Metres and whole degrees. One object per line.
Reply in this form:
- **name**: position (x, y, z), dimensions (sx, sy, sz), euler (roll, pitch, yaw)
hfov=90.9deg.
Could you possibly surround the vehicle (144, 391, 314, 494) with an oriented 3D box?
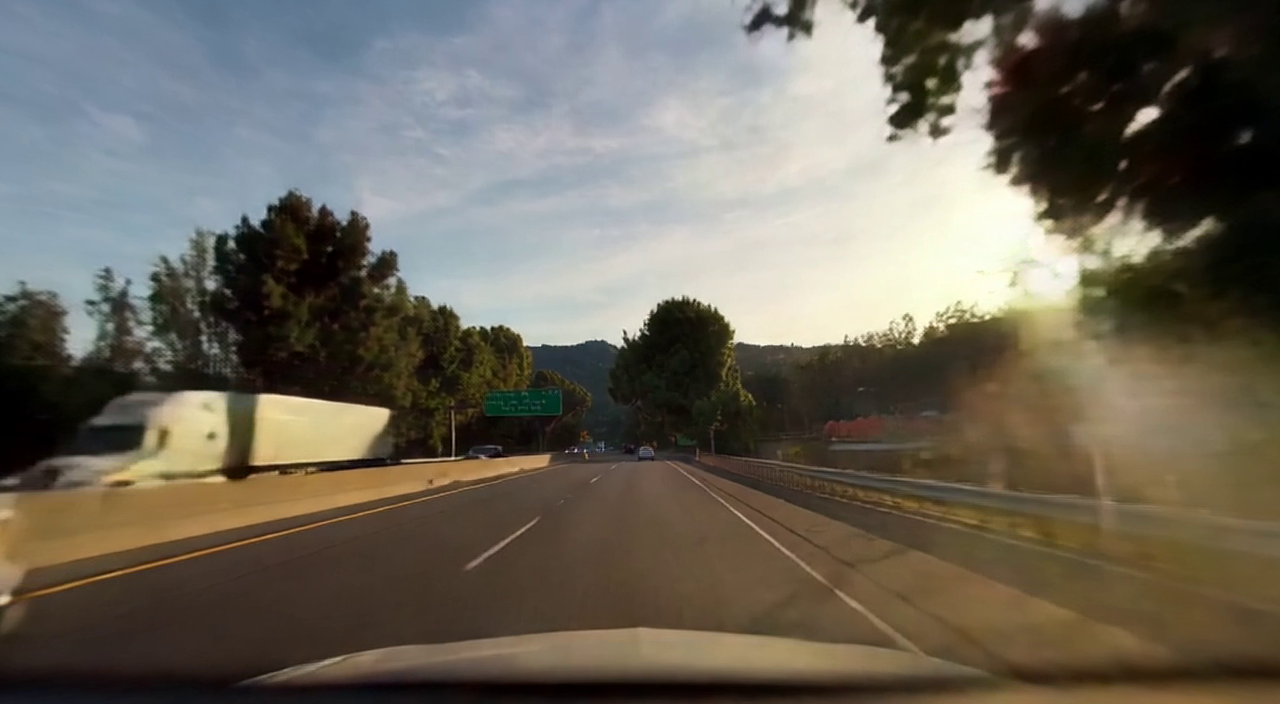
- **vehicle**: position (-17.489, 3.926, 27.451), dimensions (3.114, 3.968, 5.995), euler (0, -9, 0)
